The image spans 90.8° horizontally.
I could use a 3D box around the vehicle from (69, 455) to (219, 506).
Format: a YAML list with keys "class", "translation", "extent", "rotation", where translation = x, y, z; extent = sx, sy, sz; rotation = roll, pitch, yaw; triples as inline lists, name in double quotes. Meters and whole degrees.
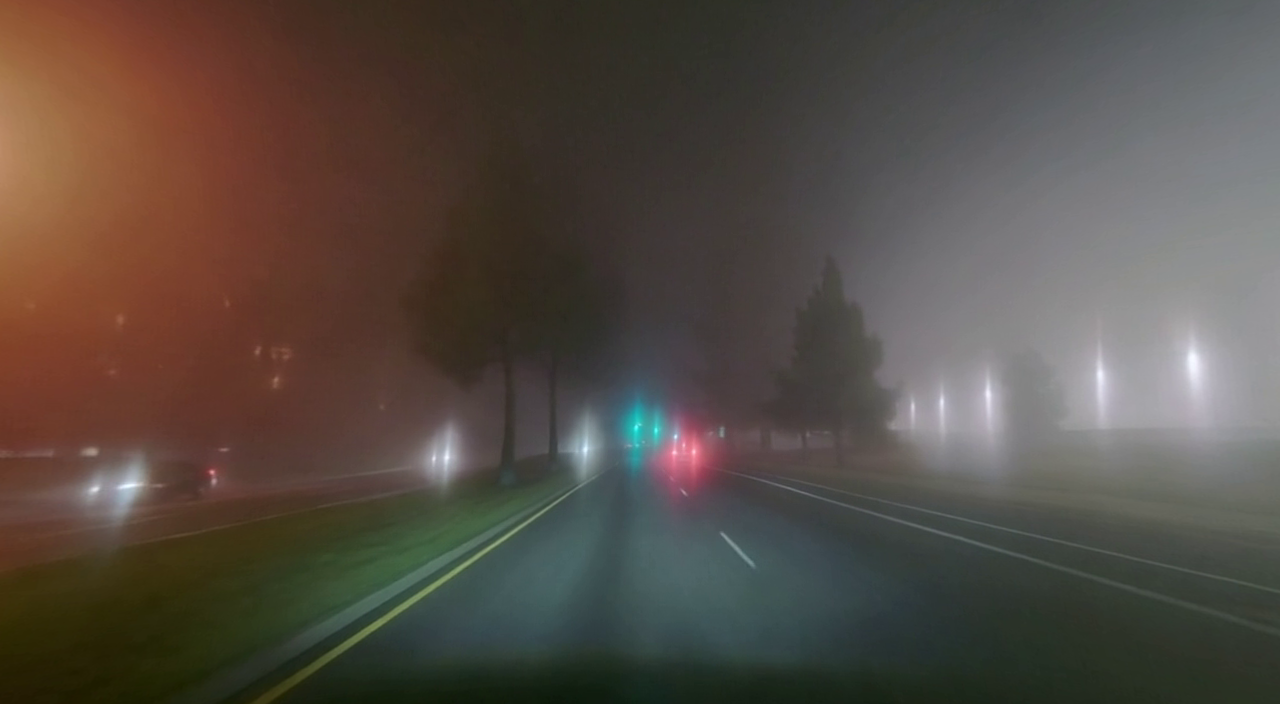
- class: "vehicle"
  translation: [-16.774, 4.331, 21.667]
  extent: [1.857, 1.519, 3.969]
  rotation: [0, -8, 1]

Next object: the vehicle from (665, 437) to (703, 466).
- class: "vehicle"
  translation: [2.867, 6.698, 42.773]
  extent: [2.085, 1.828, 5.383]
  rotation: [0, -8, -1]
